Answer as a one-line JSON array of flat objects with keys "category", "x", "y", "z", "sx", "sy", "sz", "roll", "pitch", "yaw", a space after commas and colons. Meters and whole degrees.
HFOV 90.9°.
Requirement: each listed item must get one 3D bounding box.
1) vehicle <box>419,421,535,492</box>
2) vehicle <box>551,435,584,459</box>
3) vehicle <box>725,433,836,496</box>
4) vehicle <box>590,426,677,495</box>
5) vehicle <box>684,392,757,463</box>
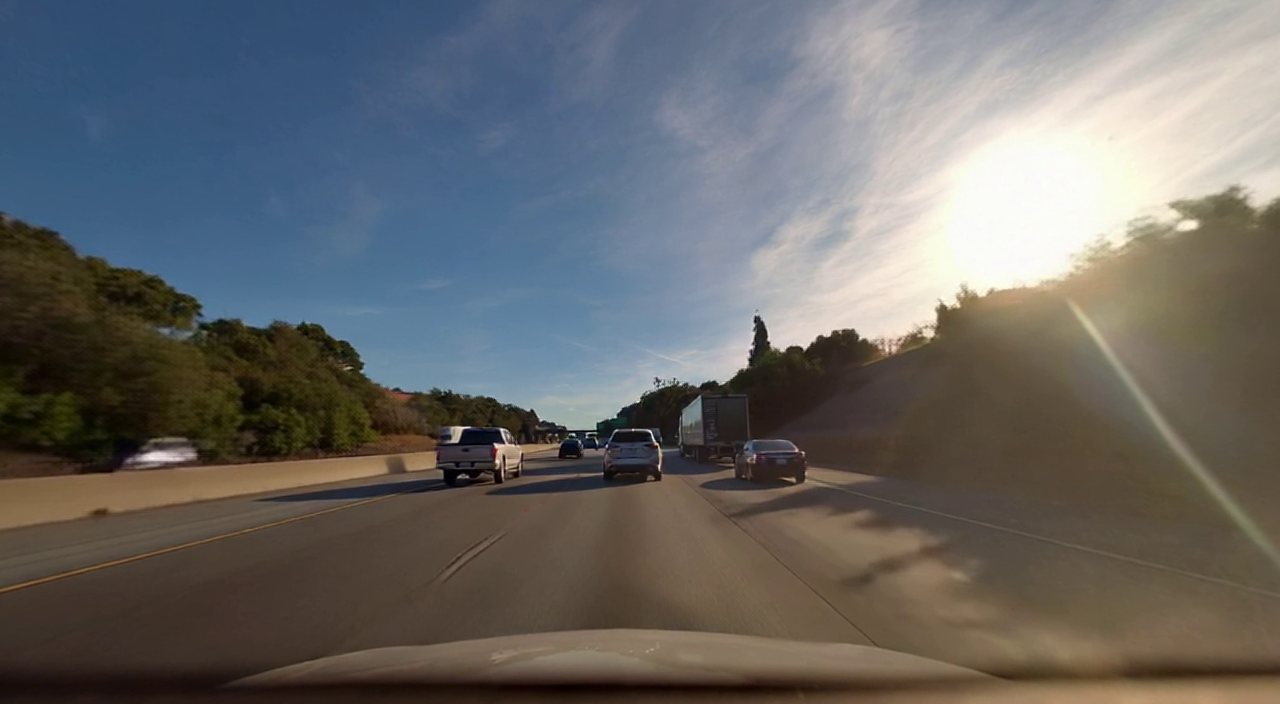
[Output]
[{"category": "vehicle", "x": -4.541, "y": 2.972, "z": 18.389, "sx": 2.101, "sy": 1.767, "sz": 4.702, "roll": 0, "pitch": -8, "yaw": 0}, {"category": "vehicle", "x": -5.417, "y": 7.104, "z": 47.296, "sx": 1.971, "sy": 1.648, "sz": 3.983, "roll": 0, "pitch": -8, "yaw": 0}, {"category": "vehicle", "x": 3.634, "y": 2.960, "z": 17.061, "sx": 1.951, "sy": 1.477, "sz": 3.963, "roll": 0, "pitch": -8, "yaw": -2}, {"category": "vehicle", "x": -0.203, "y": 2.879, "z": 17.102, "sx": 2.083, "sy": 1.647, "sz": 3.799, "roll": 0, "pitch": -8, "yaw": -1}, {"category": "vehicle", "x": 5.189, "y": 5.388, "z": 43.949, "sx": 2.888, "sy": 4.135, "sz": 14.071, "roll": 0, "pitch": -8, "yaw": -2}]
